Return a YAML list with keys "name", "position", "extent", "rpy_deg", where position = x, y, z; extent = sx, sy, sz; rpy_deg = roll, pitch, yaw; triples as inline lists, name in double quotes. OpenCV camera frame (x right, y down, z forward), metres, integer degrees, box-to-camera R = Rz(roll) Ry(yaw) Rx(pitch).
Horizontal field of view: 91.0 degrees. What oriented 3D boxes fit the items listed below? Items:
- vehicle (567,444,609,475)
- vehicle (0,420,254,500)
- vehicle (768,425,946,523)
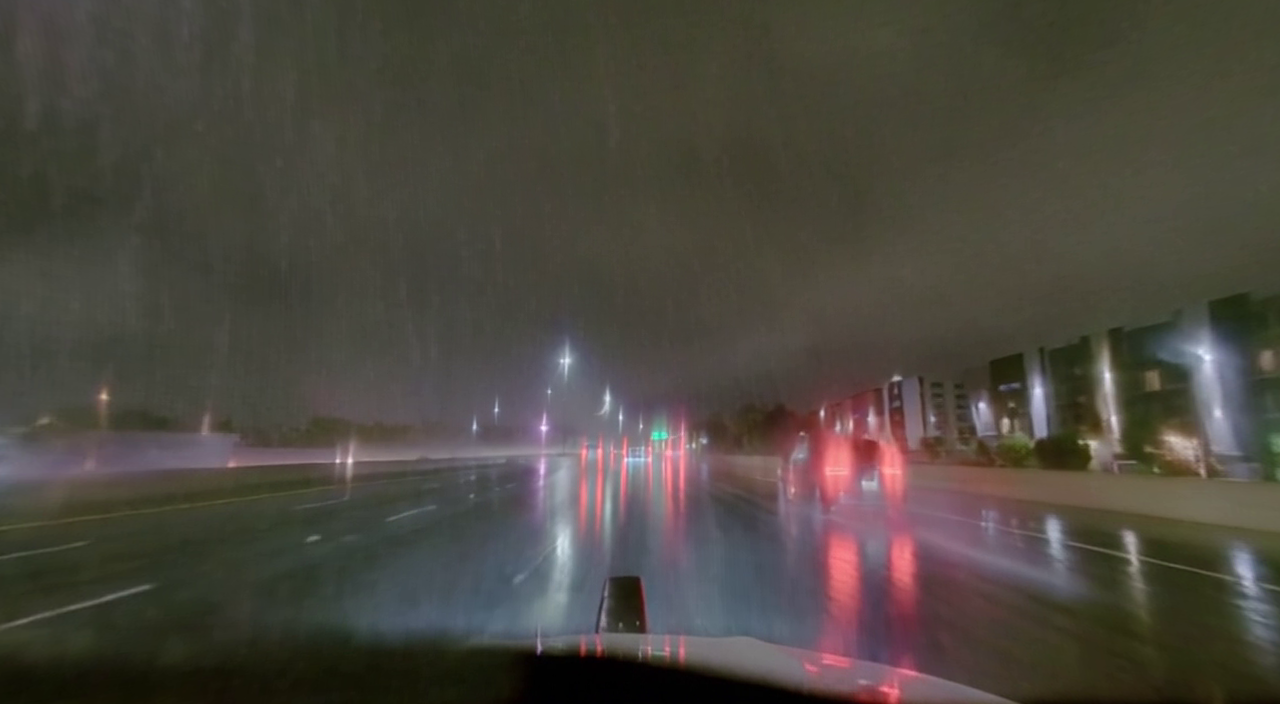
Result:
- name: "vehicle"
  position: [-3.076, 6.449, 38.139]
  extent: [2.075, 1.721, 4.763]
  rpy_deg: [0, -9, 0]
- name: "vehicle"
  position: [-31.297, 6.718, 39.951]
  extent: [2.885, 3.956, 16.583]
  rpy_deg: [0, -9, 1]
- name: "vehicle"
  position: [4.389, 2.562, 13.717]
  extent: [2.170, 1.733, 4.631]
  rpy_deg: [0, -9, 0]
